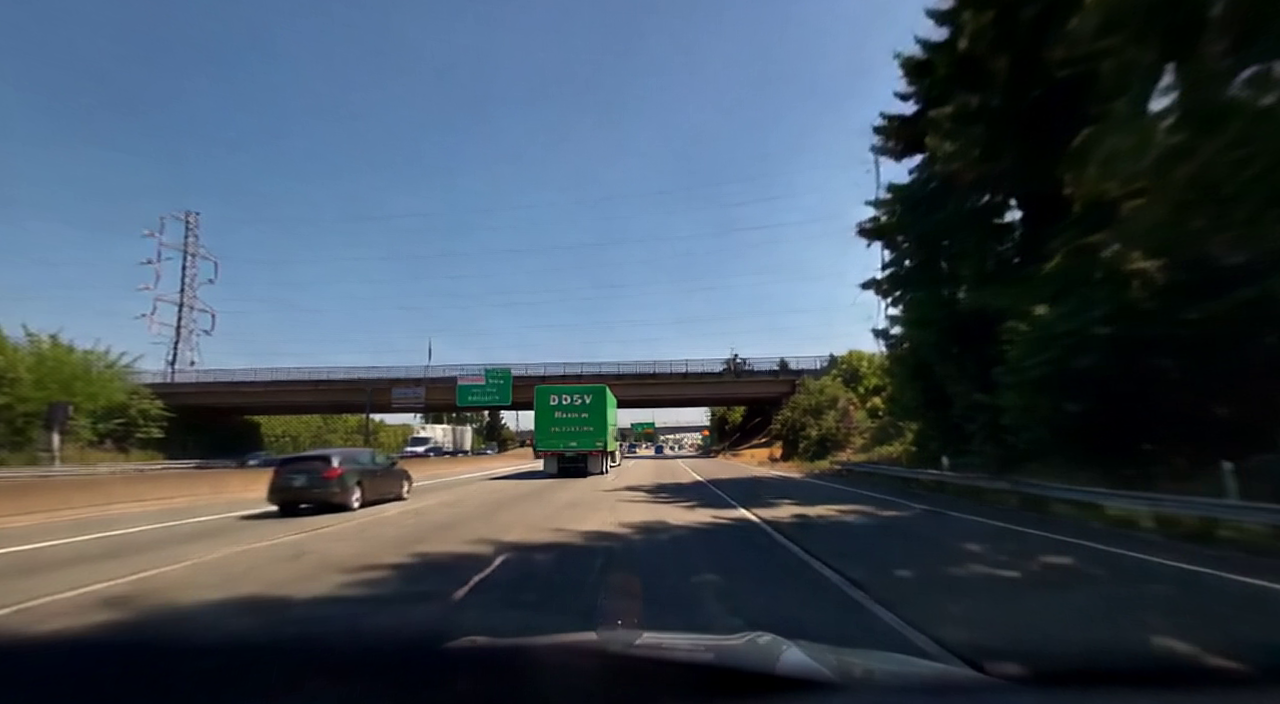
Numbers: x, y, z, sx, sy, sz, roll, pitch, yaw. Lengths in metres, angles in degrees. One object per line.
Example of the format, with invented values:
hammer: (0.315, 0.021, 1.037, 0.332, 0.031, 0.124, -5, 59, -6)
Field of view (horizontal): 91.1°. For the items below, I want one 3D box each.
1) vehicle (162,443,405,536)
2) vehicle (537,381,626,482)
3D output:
vehicle: (-6.625, 2.571, 12.498, 1.958, 1.467, 4.737, -1, -9, 2)
vehicle: (-2.486, 4.117, 31.429, 3.025, 4.002, 12.709, -1, -9, 1)
